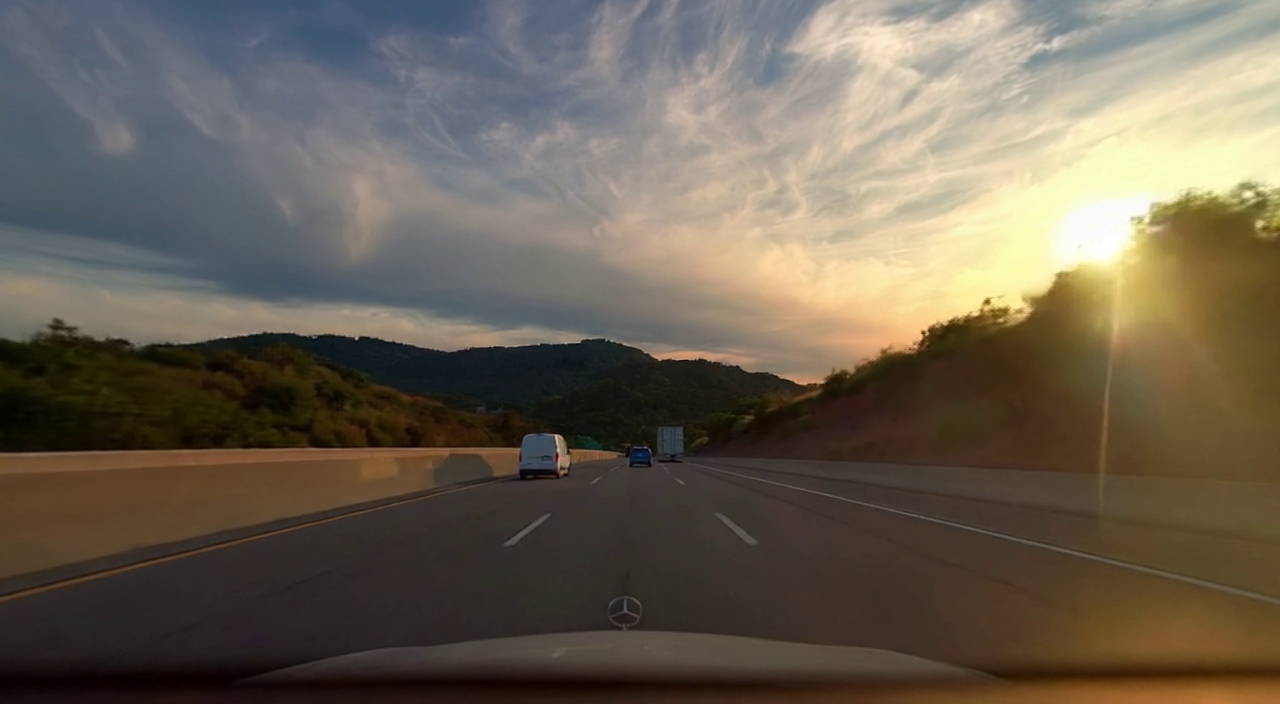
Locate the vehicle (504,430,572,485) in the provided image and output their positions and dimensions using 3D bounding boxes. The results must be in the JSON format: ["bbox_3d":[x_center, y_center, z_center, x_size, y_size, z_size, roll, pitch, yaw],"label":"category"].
[{"bbox_3d":[-4.067,4.324,25.929,1.955,2.004,4.792,0,-9,0],"label":"vehicle"}]

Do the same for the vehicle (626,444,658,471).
[{"bbox_3d":[0.151,7.306,43.863,2.166,1.747,4.299,0,-9,1],"label":"vehicle"}]
